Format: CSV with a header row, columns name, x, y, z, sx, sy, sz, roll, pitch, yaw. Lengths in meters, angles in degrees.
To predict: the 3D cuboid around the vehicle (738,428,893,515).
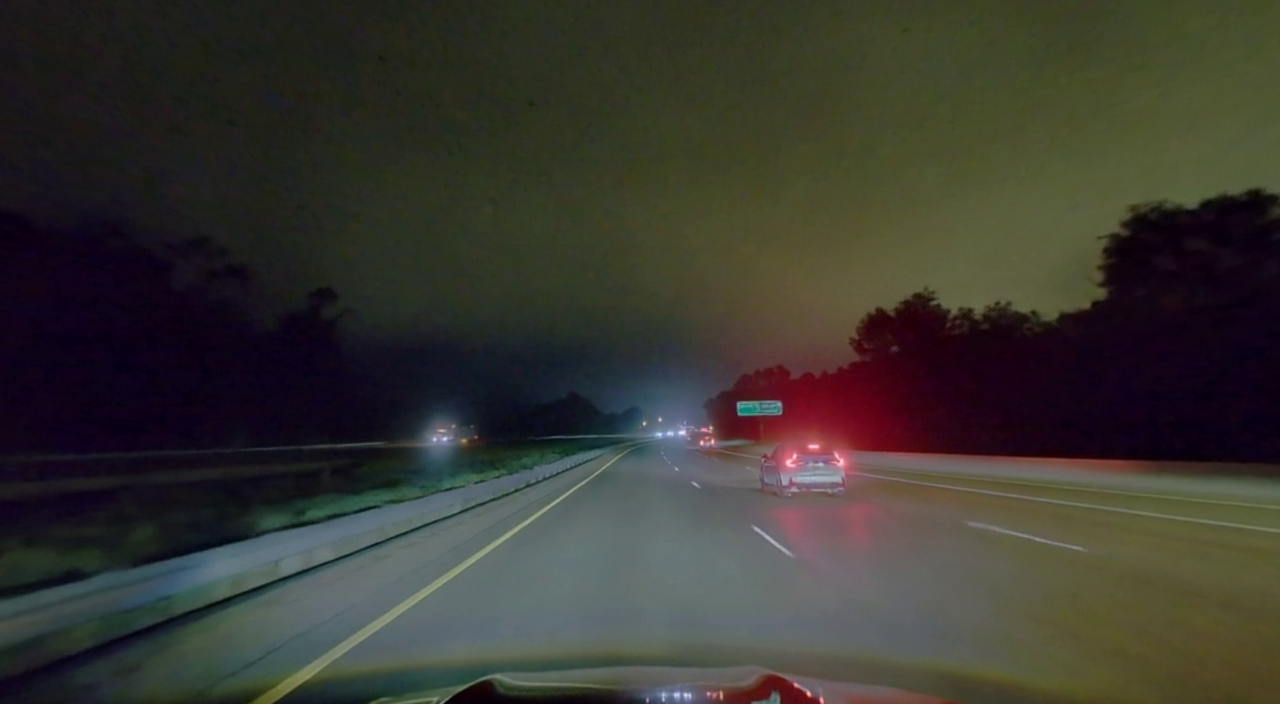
name,x,y,z,sx,sy,sz,roll,pitch,yaw
vehicle,3.513,2.490,13.630,2.050,1.546,4.344,0,-8,-1
